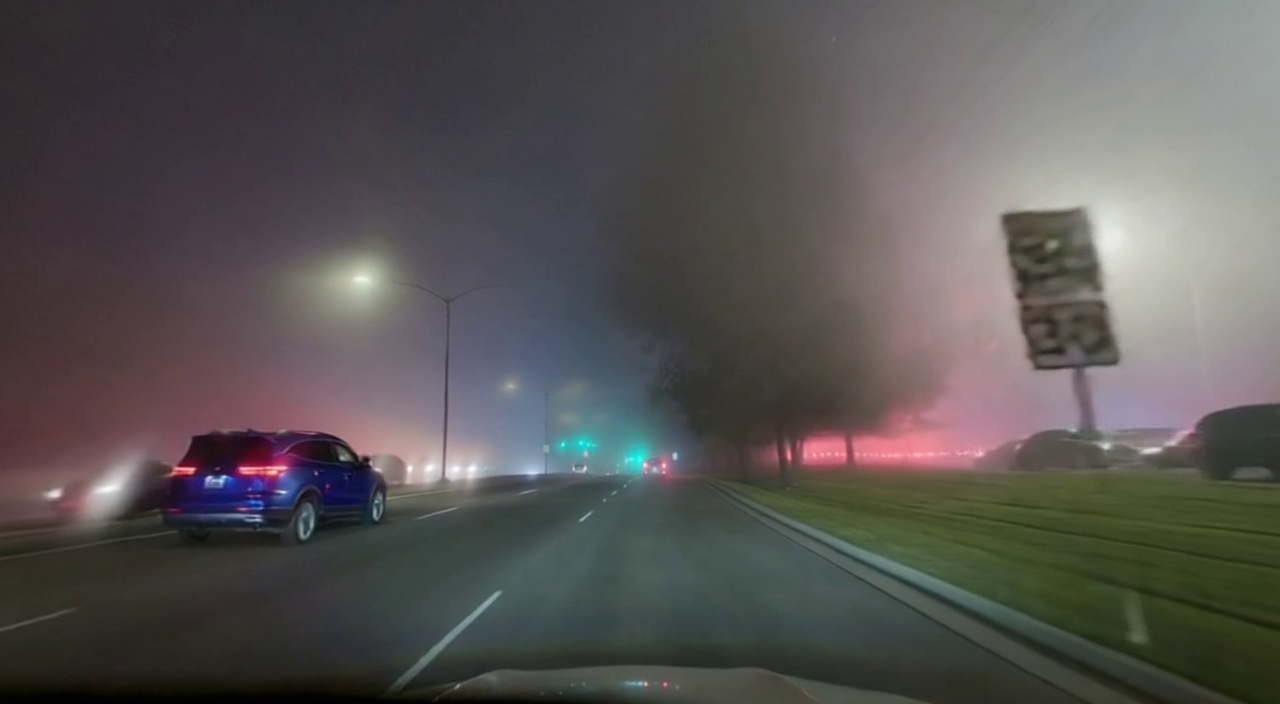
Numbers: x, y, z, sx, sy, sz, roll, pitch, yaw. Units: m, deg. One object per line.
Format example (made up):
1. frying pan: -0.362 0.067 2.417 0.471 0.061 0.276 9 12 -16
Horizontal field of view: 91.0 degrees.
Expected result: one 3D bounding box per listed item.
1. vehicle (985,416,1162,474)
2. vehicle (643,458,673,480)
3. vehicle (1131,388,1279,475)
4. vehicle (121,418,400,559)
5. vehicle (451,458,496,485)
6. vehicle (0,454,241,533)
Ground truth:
1. vehicle: 12.839 2.817 19.114 1.884 1.522 4.642 0 -9 -3
2. vehicle: 1.278 8.514 45.997 2.091 1.494 3.962 0 -9 1
3. vehicle: 13.467 1.656 13.031 1.950 1.697 4.906 2 -9 -15
4. vehicle: -6.047 2.196 10.841 2.027 1.908 4.273 0 -9 1
5. vehicle: -11.595 8.321 44.195 2.064 1.515 5.056 1 -7 -4
6. vehicle: -12.127 3.224 15.052 2.077 1.505 4.714 0 -9 0
